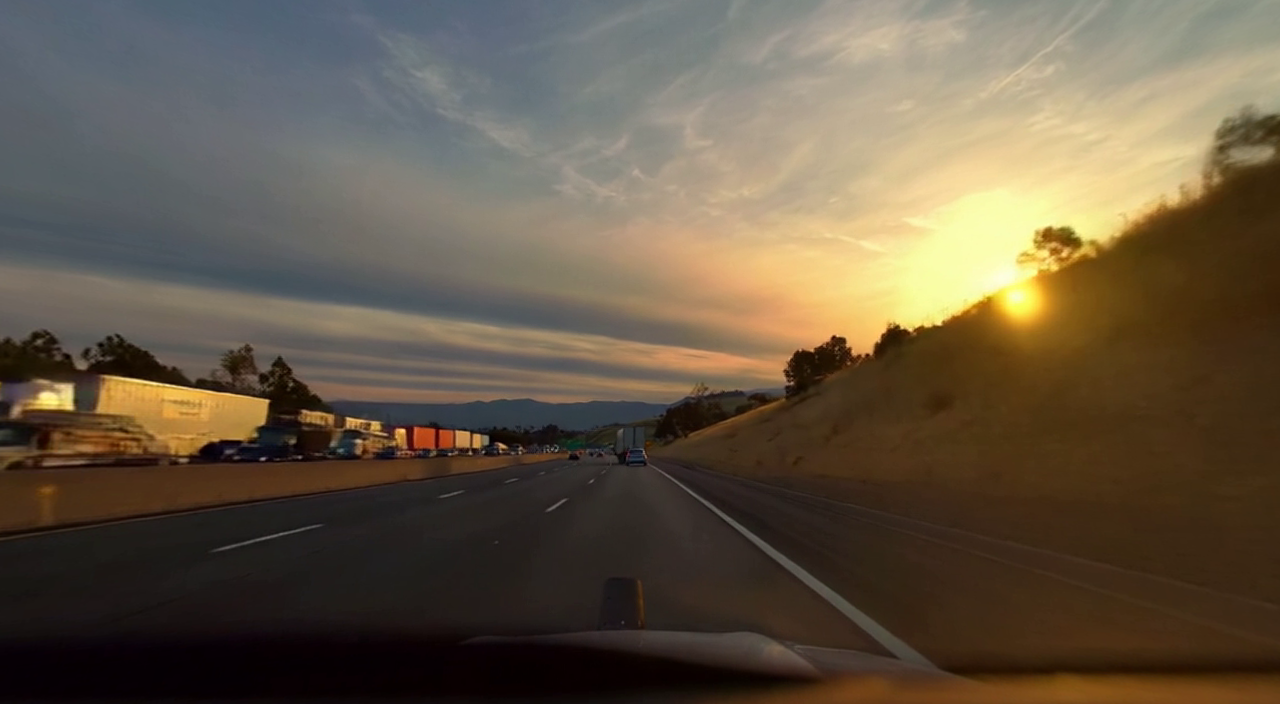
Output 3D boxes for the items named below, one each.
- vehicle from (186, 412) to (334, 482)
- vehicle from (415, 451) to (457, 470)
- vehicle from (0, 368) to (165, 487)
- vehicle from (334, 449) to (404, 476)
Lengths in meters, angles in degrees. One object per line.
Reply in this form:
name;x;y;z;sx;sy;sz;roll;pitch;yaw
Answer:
vehicle;-14.900;3.822;25.281;2.382;2.437;5.706;0;-9;-1
vehicle;-16.016;8.506;49.612;1.884;1.436;4.220;0;-9;0
vehicle;-23.190;3.109;24.870;2.949;3.989;7.478;0;-9;-1
vehicle;-15.257;6.245;35.785;1.863;1.438;4.669;0;-9;0
